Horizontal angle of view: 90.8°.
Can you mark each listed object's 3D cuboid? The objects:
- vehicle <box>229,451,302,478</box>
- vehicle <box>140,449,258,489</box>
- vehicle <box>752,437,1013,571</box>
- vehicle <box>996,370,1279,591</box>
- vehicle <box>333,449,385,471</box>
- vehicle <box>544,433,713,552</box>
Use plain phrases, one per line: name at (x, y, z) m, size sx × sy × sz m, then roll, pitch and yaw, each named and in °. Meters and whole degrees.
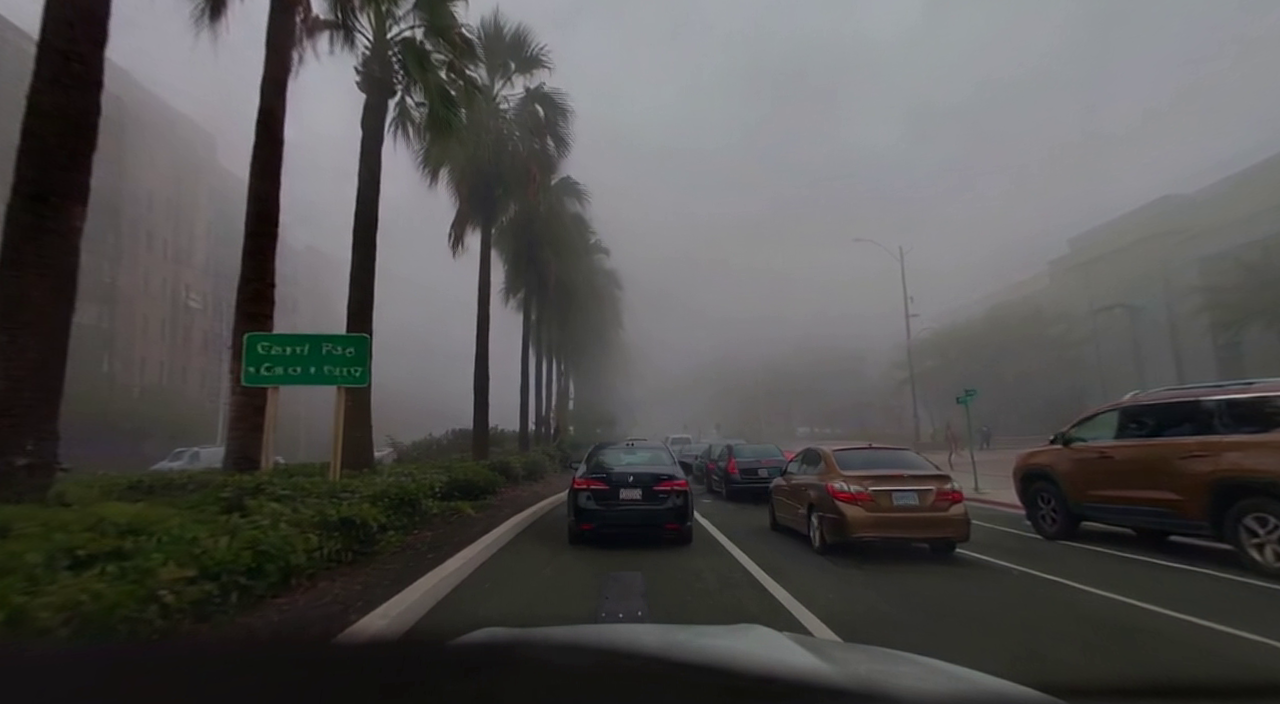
vehicle at (-23.576, 7.095, 39.966) m, size 1.874 × 1.551 × 4.512 m, roll 0°, pitch -8°, yaw 0°
vehicle at (-20.488, 5.416, 29.668) m, size 2.053 × 1.631 × 4.900 m, roll 0°, pitch -8°, yaw -1°
vehicle at (3.071, 2.003, 9.225) m, size 1.925 × 1.451 × 4.436 m, roll 0°, pitch -8°, yaw -2°
vehicle at (7.221, 1.504, 7.945) m, size 2.254 × 2.072 × 5.577 m, roll 0°, pitch -8°, yaw 1°
vehicle at (-20.863, 8.015, 47.047) m, size 1.930 × 1.448 × 4.256 m, roll 0°, pitch -8°, yaw 0°
vehicle at (-0.160, 2.093, 10.094) m, size 2.158 × 1.498 × 3.919 m, roll 0°, pitch -8°, yaw 0°
